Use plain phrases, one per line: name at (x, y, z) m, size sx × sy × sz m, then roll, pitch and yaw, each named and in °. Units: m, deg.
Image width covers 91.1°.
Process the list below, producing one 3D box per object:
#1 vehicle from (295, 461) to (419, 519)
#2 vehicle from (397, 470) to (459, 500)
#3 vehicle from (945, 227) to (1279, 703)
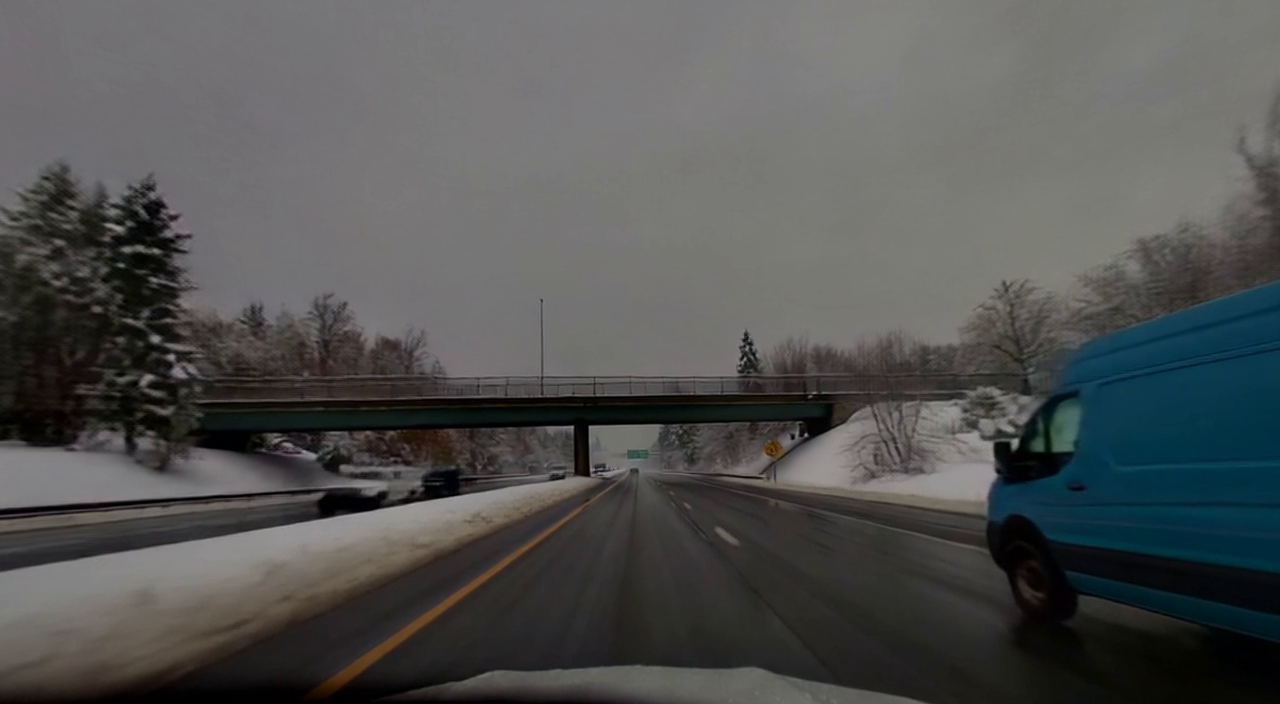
vehicle at (-8.472, 4.156, 19.260) m, size 1.872 × 1.514 × 4.101 m, roll 1°, pitch -10°, yaw 0°
vehicle at (-11.025, 6.903, 32.907) m, size 1.812 × 1.421 × 4.261 m, roll 1°, pitch -10°, yaw -1°
vehicle at (4.565, 0.662, 3.330) m, size 2.372 × 2.581 × 6.763 m, roll 1°, pitch -10°, yaw -1°
